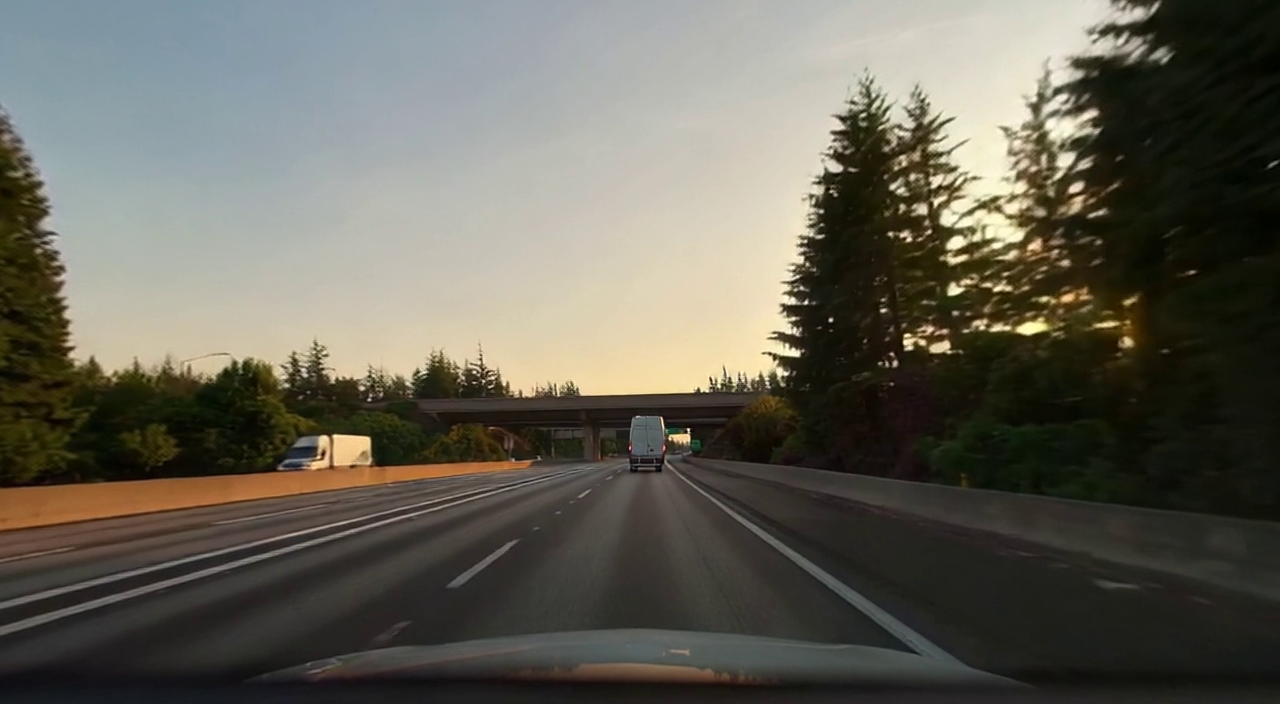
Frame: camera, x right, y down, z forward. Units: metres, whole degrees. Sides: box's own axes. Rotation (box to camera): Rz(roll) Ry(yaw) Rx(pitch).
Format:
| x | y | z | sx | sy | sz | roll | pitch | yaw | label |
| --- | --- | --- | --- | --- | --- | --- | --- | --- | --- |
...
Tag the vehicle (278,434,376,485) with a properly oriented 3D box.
| x | y | z | sx | sy | sz | roll | pitch | yaw | label |
| --- | --- | --- | --- | --- | --- | --- | --- | --- | --- |
| -24.296 | 8.407 | 49.636 | 2.844 | 3.634 | 9.043 | 0 | -9 | 1 | vehicle |
